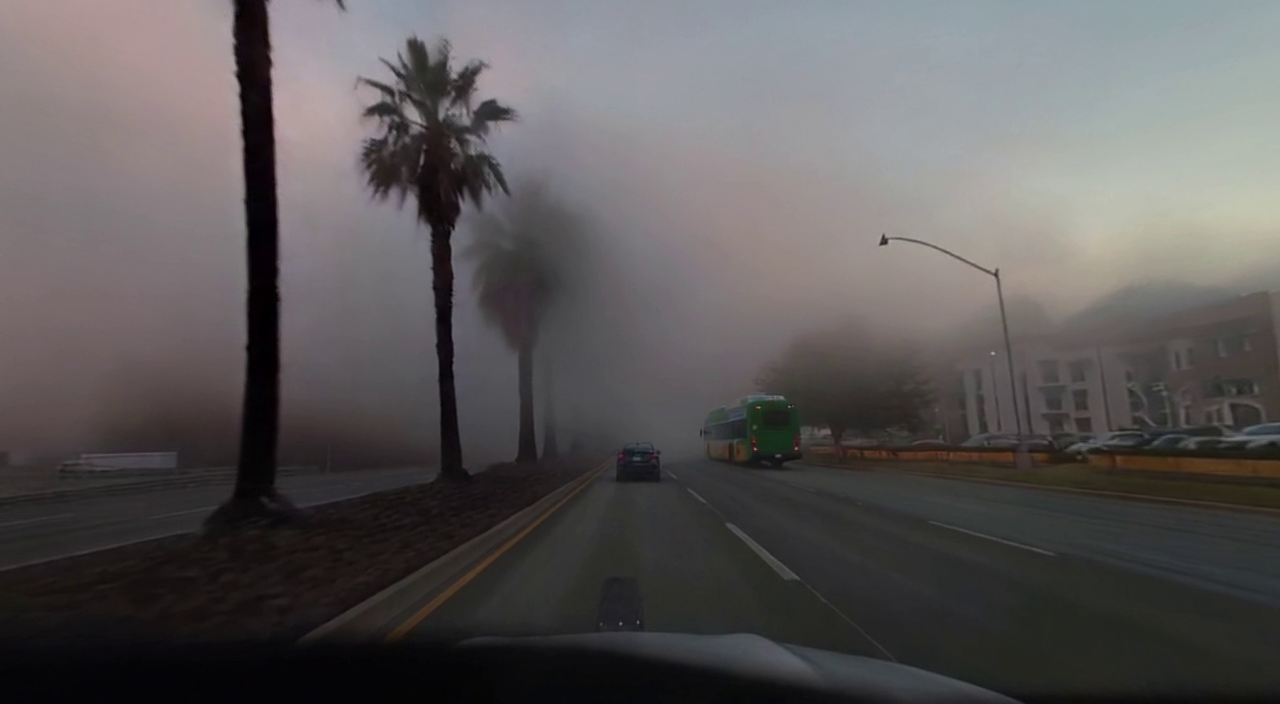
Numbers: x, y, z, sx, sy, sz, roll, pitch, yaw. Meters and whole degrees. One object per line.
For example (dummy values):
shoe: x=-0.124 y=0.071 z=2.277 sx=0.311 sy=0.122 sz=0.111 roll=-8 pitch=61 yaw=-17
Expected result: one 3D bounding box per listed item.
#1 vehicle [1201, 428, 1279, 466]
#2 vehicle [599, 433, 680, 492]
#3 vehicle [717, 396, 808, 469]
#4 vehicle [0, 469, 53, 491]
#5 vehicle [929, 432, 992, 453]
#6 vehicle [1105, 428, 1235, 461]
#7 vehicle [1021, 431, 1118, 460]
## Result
vehicle: x=25.601 y=3.792 z=25.331 sx=4.319 sy=1.444 sz=1.888 roll=0 pitch=-9 yaw=-1
vehicle: x=-0.055 y=3.162 z=18.338 sx=2.065 sy=1.477 sz=4.306 roll=0 pitch=-9 yaw=-1
vehicle: x=6.251 y=4.432 z=33.930 sx=2.795 sy=3.383 sz=9.287 roll=0 pitch=-9 yaw=-1
vehicle: x=-43.986 y=8.905 z=43.894 sx=1.714 sy=1.415 sz=4.313 roll=-7 pitch=-11 yaw=39
vehicle: x=24.973 y=7.099 z=49.336 sx=3.950 sy=1.441 sz=1.675 roll=-2 pitch=-8 yaw=-2
vehicle: x=25.194 y=4.432 z=30.152 sx=4.492 sy=1.492 sz=1.855 roll=0 pitch=-9 yaw=1
vehicle: x=25.348 y=5.536 z=37.389 sx=4.260 sy=1.455 sz=1.767 roll=-3 pitch=-9 yaw=3
